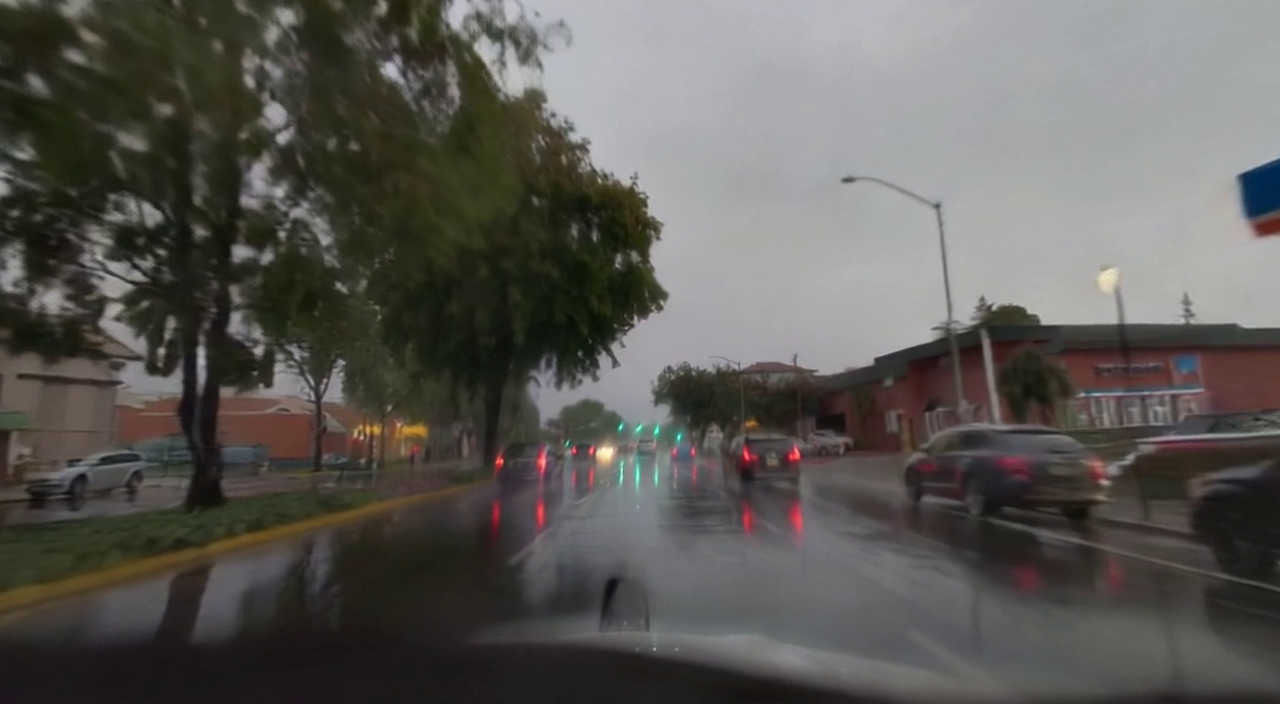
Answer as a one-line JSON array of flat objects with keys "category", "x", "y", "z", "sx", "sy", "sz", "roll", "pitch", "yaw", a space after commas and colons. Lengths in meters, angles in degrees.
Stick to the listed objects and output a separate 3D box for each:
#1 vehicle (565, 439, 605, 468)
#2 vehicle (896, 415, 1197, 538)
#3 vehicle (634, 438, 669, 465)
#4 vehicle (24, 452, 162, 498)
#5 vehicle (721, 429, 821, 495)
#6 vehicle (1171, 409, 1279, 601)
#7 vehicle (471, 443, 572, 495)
[{"category": "vehicle", "x": -3.241, "y": 6.093, "z": 37.976, "sx": 1.988, "sy": 1.645, "sz": 3.995, "roll": 0, "pitch": -8, "yaw": 1}, {"category": "vehicle", "x": 7.102, "y": 2.212, "z": 11.983, "sx": 2.189, "sy": 1.783, "sz": 5.122, "roll": 1, "pitch": -8, "yaw": -2}, {"category": "vehicle", "x": 0.728, "y": 6.559, "z": 41.552, "sx": 2.192, "sy": 1.674, "sz": 4.124, "roll": 0, "pitch": -8, "yaw": 0}, {"category": "vehicle", "x": -22.195, "y": 4.948, "z": 25.835, "sx": 1.821, "sy": 1.645, "sz": 4.211, "roll": 0, "pitch": -8, "yaw": 1}, {"category": "vehicle", "x": 3.765, "y": 3.255, "z": 19.055, "sx": 1.980, "sy": 1.709, "sz": 4.813, "roll": 0, "pitch": -8, "yaw": 0}, {"category": "vehicle", "x": 6.884, "y": 1.183, "z": 4.367, "sx": 2.417, "sy": 1.736, "sz": 5.043, "roll": -1, "pitch": -9, "yaw": 7}, {"category": "vehicle", "x": -3.349, "y": 3.383, "z": 18.726, "sx": 2.013, "sy": 1.354, "sz": 4.393, "roll": 0, "pitch": -8, "yaw": 2}]
